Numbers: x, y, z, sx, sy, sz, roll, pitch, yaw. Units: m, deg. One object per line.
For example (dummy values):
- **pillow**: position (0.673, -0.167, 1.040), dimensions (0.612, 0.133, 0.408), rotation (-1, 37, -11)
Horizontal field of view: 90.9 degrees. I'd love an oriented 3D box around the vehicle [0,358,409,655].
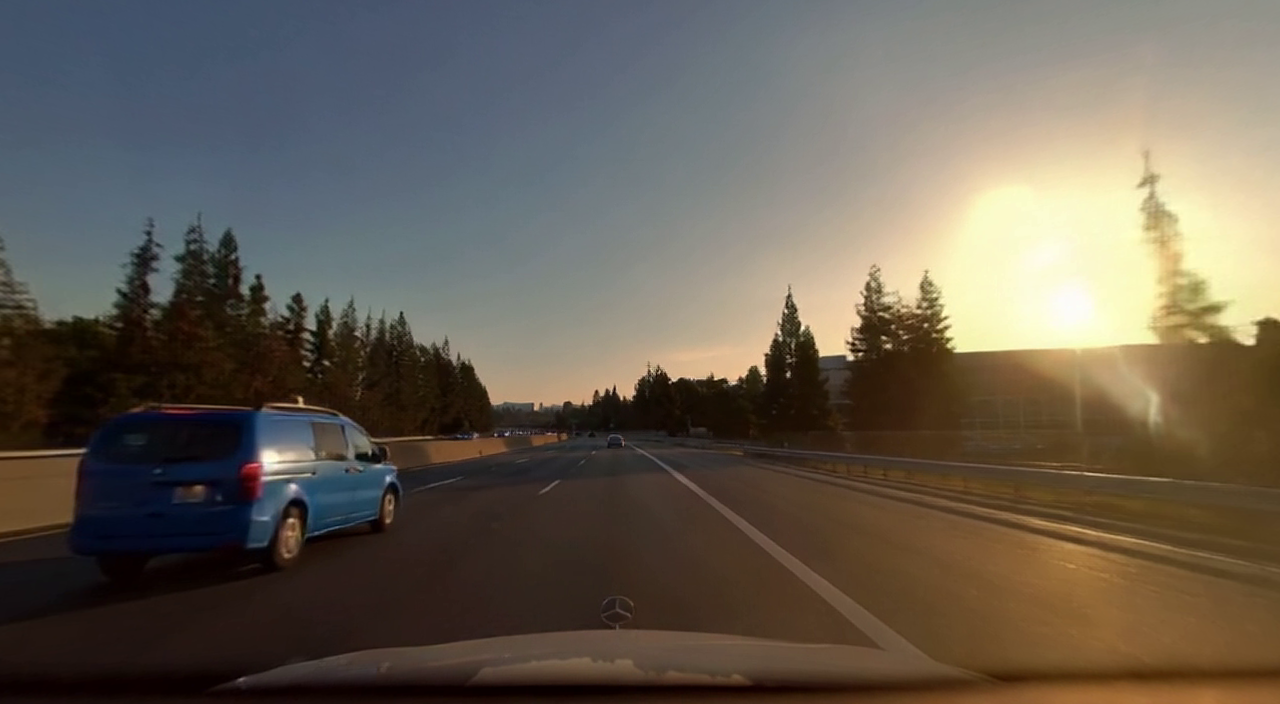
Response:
- **vehicle**: position (-4.255, 1.254, 6.308), dimensions (2.219, 1.827, 4.738), rotation (0, -8, -2)
